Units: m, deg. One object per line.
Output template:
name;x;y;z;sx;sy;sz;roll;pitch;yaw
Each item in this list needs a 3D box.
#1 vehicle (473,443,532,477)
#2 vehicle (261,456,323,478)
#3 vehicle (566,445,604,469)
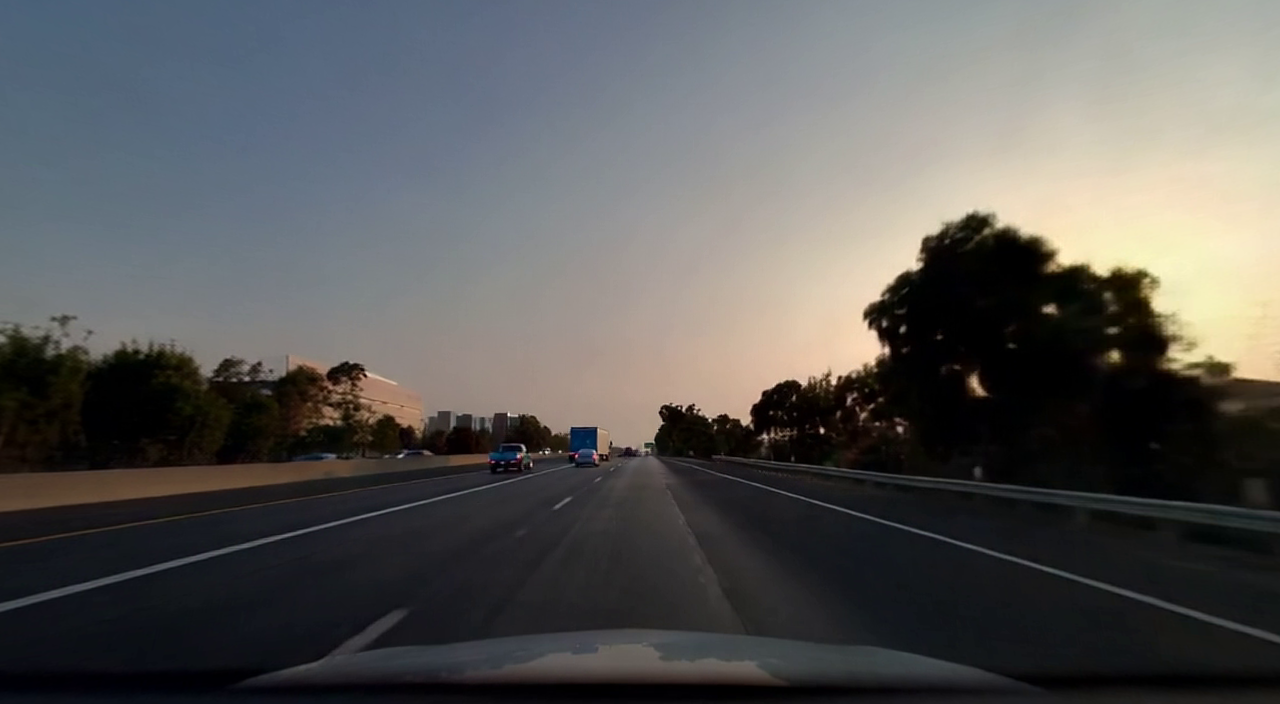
vehicle;-7.187;5.654;33.363;2.075;1.646;4.405;0;-8;1
vehicle;-24.127;7.952;43.862;1.699;1.396;4.229;0;-8;2
vehicle;-3.725;7.208;43.415;2.184;1.554;4.350;0;-8;1
